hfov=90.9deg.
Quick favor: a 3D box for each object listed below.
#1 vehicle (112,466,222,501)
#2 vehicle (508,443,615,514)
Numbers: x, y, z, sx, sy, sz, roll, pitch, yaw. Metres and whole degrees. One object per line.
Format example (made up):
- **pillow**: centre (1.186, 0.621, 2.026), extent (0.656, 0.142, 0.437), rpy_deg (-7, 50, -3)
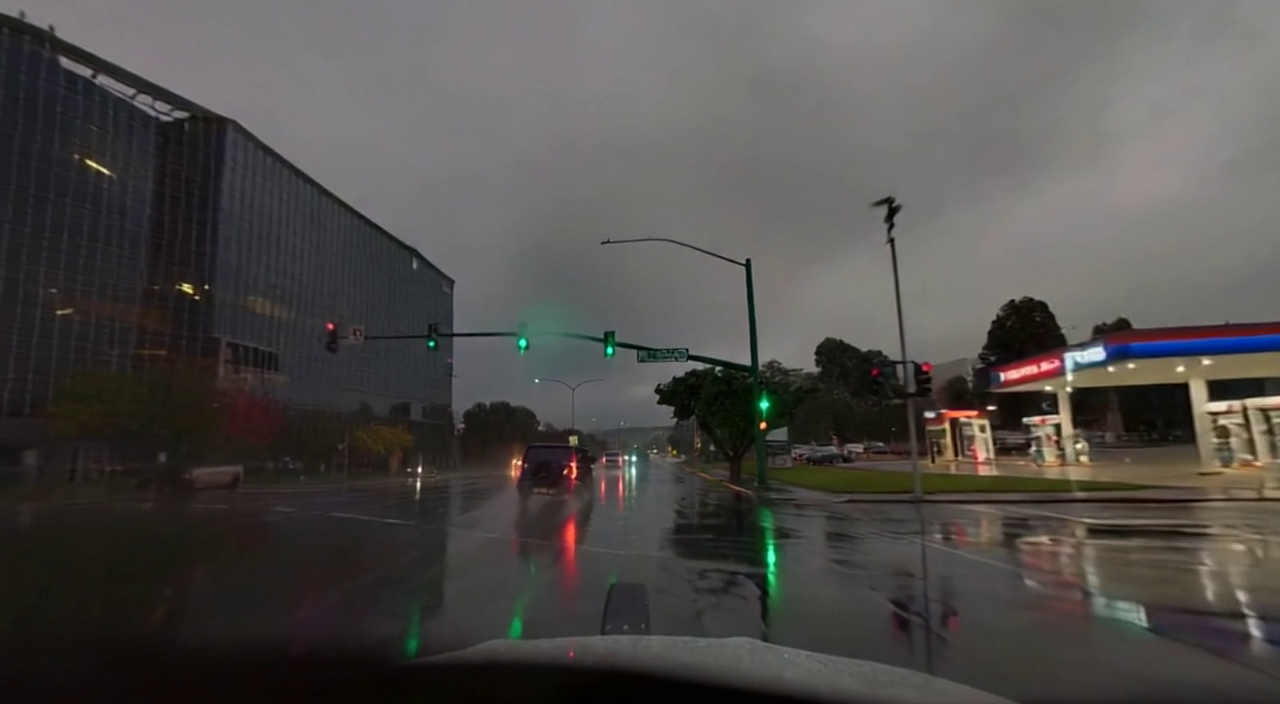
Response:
- **vehicle**: centre (-23.540, 6.536, 31.617), extent (1.822, 1.451, 4.593), rpy_deg (-1, -9, 2)
- **vehicle**: centre (-2.057, 3.489, 17.941), extent (2.183, 1.731, 4.338), rpy_deg (-1, -9, 4)
